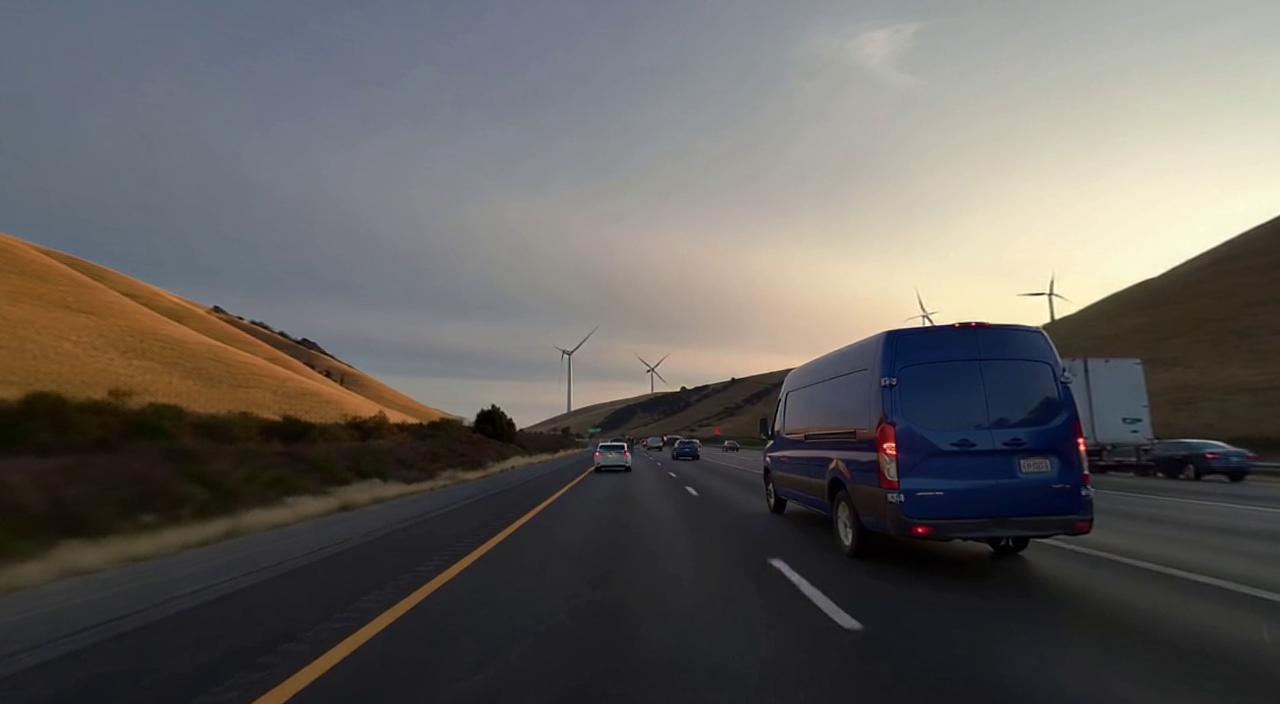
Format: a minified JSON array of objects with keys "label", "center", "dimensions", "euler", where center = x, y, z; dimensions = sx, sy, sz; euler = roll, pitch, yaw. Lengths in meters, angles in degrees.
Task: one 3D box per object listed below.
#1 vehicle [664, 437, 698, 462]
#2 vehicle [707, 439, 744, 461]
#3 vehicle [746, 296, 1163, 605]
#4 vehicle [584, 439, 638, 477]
[{"label":"vehicle","center":[2.938,7.076,46.062],"dimensions":[2.108,1.717,3.996],"euler":[0,-8,-1]},{"label":"vehicle","center":[6.362,7.370,47.564],"dimensions":[1.958,1.514,4.930],"euler":[0,-8,-2]},{"label":"vehicle","center":[3.147,1.224,8.318],"dimensions":[2.365,2.630,5.754],"euler":[0,-8,-1]},{"label":"vehicle","center":[-1.151,4.401,26.506],"dimensions":[2.082,1.445,3.826],"euler":[0,-8,-1]}]
